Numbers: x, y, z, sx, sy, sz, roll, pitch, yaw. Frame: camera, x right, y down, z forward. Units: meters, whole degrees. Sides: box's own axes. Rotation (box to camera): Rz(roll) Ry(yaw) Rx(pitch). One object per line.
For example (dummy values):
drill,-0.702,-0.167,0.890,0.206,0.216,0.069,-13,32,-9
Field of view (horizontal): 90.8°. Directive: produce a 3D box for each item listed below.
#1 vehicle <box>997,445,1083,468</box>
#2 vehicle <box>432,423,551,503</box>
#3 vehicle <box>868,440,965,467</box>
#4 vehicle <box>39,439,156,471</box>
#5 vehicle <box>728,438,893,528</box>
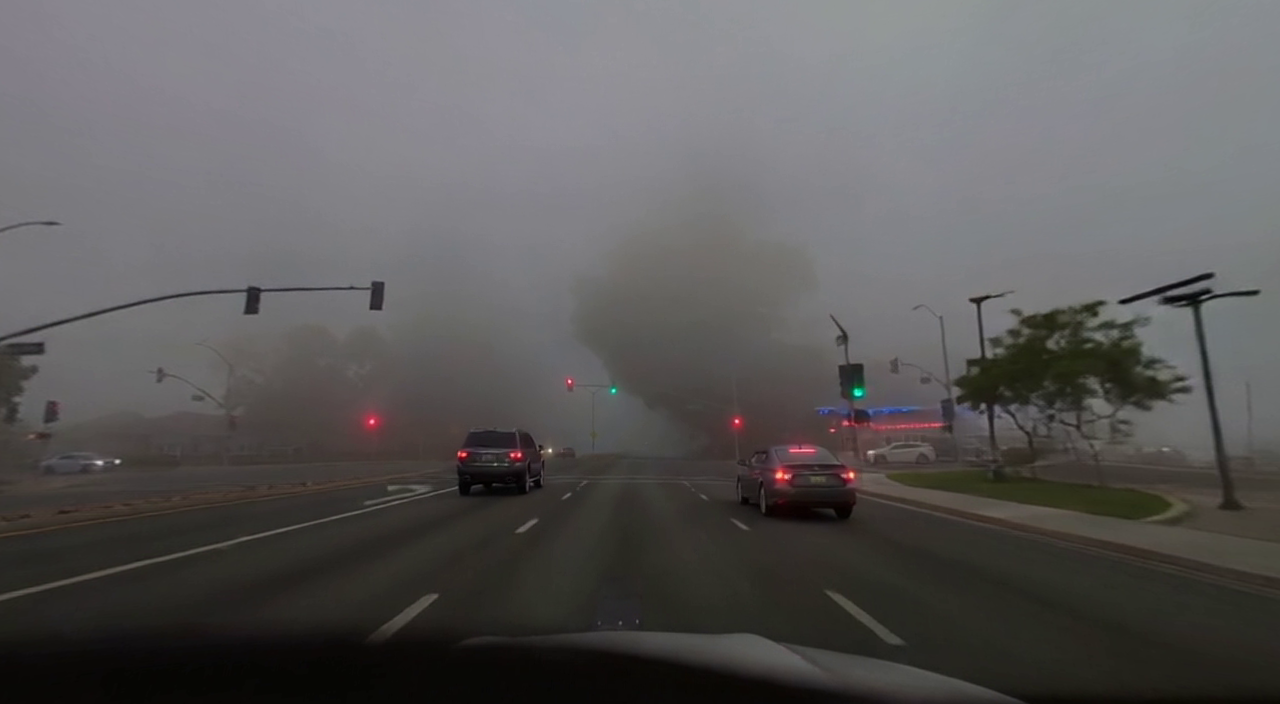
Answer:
vehicle,28.739,7.492,45.464,4.874,1.625,1.930,0,-8,0
vehicle,-3.702,2.871,16.697,1.997,1.806,4.500,0,-8,1
vehicle,19.996,7.376,45.898,5.886,1.798,2.407,-1,-9,0
vehicle,-36.521,6.934,42.636,5.569,2.088,2.426,0,-8,0
vehicle,3.238,2.577,13.164,1.975,1.502,4.787,0,-8,-2
